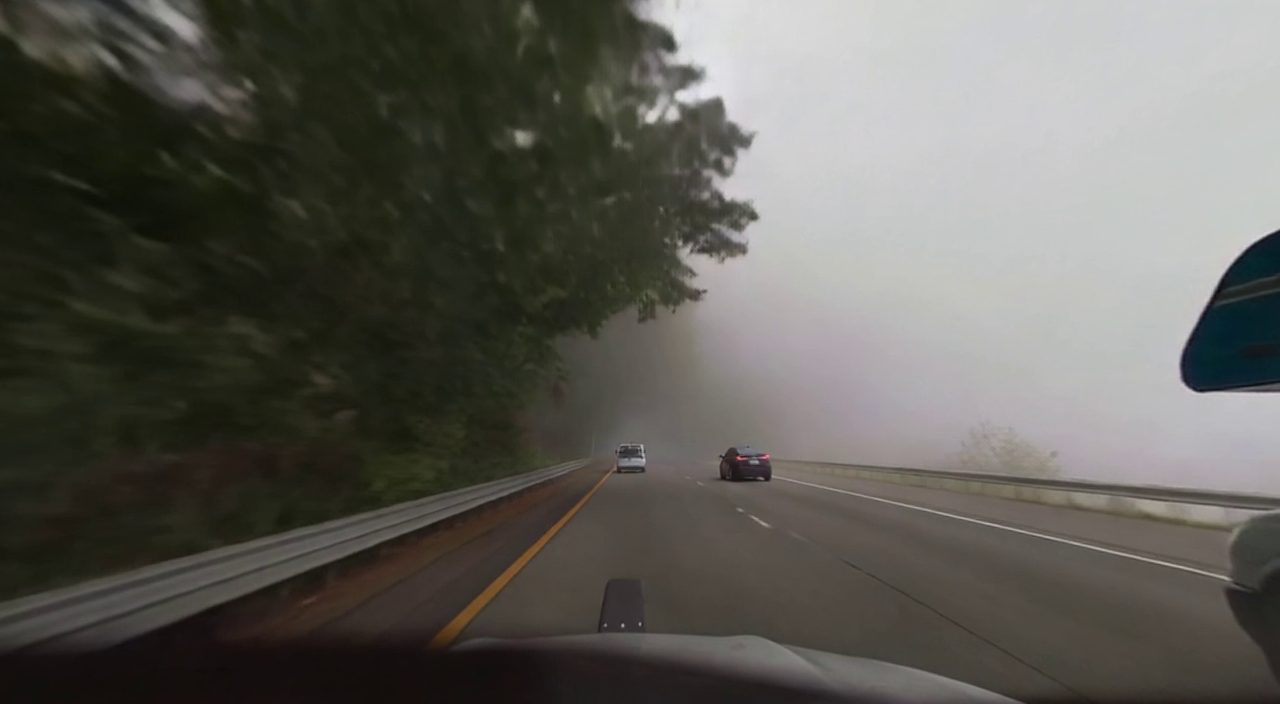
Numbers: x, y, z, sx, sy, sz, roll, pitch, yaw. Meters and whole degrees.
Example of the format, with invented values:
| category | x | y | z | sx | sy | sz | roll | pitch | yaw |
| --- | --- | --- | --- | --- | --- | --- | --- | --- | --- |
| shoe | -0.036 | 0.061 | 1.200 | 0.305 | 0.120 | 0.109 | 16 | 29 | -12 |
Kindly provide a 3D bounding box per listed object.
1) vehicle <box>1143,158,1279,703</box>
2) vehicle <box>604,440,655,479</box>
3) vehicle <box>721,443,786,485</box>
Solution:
| category | x | y | z | sx | sy | sz | roll | pitch | yaw |
| --- | --- | --- | --- | --- | --- | --- | --- | --- | --- |
| vehicle | 4.675 | -0.005 | 0.430 | 2.745 | 2.832 | 7.035 | 0 | -9 | 0 |
| vehicle | -0.448 | 4.799 | 28.276 | 2.120 | 1.575 | 4.018 | 0 | -9 | 0 |
| vehicle | 4.189 | 4.195 | 23.771 | 1.757 | 1.459 | 3.398 | 0 | -9 | -1 |
